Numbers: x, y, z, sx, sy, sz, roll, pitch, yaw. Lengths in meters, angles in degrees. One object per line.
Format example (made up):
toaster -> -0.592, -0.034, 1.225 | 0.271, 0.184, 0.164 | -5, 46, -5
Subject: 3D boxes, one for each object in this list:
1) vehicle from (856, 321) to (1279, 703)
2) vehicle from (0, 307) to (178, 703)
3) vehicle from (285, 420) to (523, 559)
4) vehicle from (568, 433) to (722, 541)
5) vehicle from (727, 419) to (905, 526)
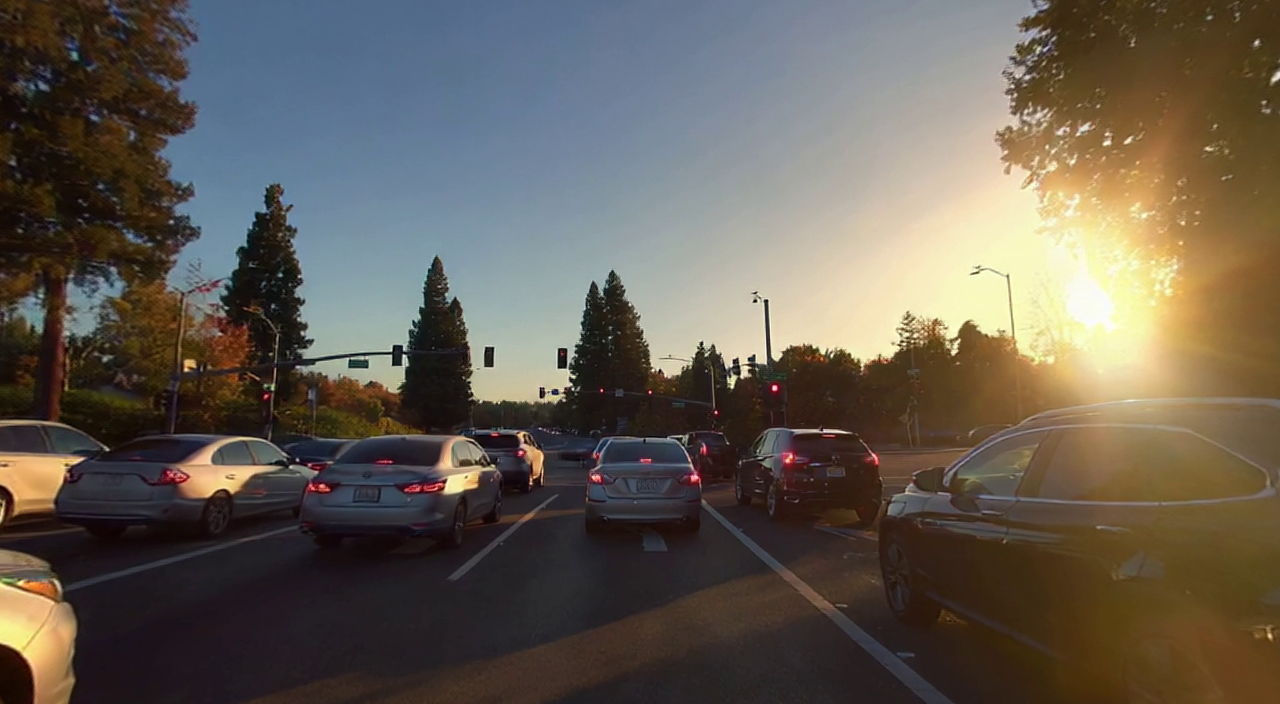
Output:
vehicle -> 3.145, 0.988, 3.742 | 2.074, 1.685, 4.387 | 0, -8, -1
vehicle -> -3.210, 0.498, 0.609 | 2.079, 1.756, 4.676 | 0, -8, -2
vehicle -> -3.069, 1.876, 9.335 | 1.896, 1.546, 4.378 | 0, -8, -1
vehicle -> -0.007, 2.102, 10.427 | 2.076, 1.438, 3.770 | 0, -8, -2
vehicle -> 3.070, 2.201, 12.028 | 2.106, 1.667, 4.101 | 0, -8, -1
